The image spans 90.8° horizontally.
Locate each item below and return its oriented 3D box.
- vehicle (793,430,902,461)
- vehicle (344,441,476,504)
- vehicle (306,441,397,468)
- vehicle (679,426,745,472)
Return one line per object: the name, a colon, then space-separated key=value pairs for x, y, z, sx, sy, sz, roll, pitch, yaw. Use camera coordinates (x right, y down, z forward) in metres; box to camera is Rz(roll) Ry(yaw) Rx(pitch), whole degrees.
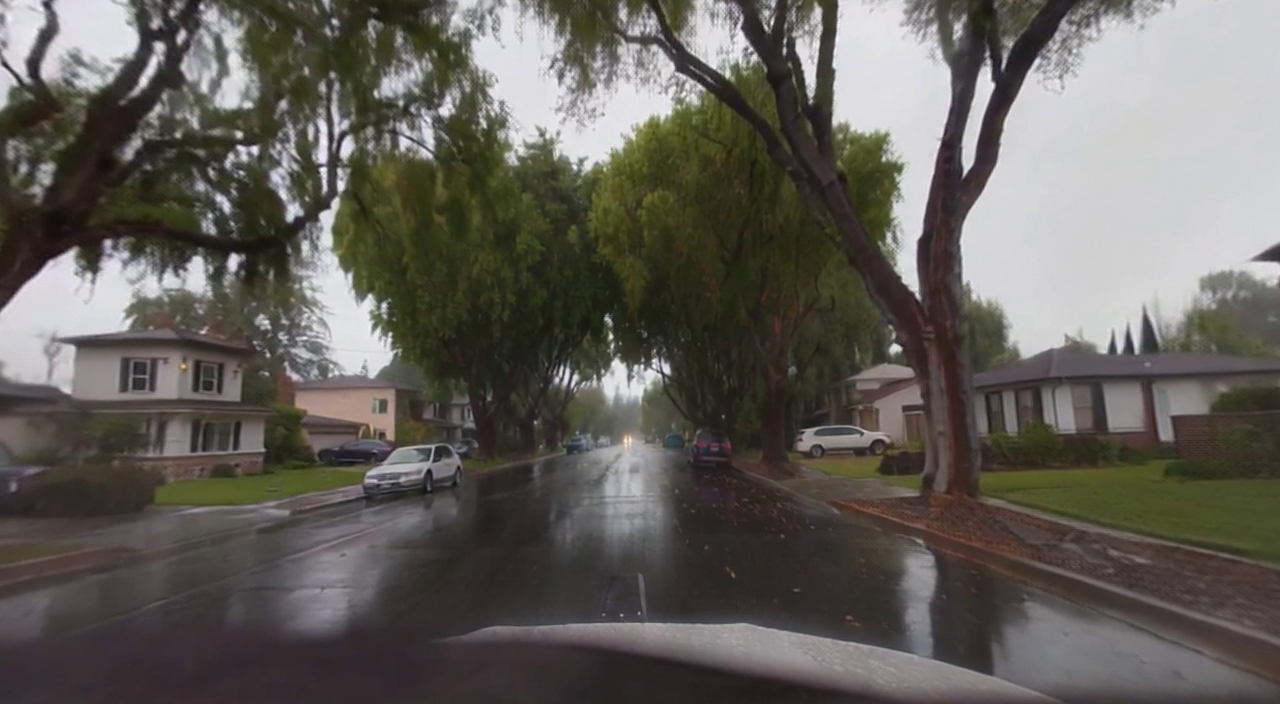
vehicle: x=10.408 y=4.769 z=32.111 sx=5.041 sy=1.486 sz=1.969 roll=-2 pitch=-9 yaw=14
vehicle: x=-6.428 y=3.377 z=18.243 sx=2.099 sy=1.399 sz=4.357 roll=-4 pitch=-8 yaw=1
vehicle: x=-16.286 y=5.809 z=35.783 sx=4.276 sy=1.463 sz=1.832 roll=-1 pitch=-8 yaw=7
vehicle: x=3.126 y=4.378 z=28.587 sx=2.241 sy=1.875 sz=5.059 roll=0 pitch=-8 yaw=-1
